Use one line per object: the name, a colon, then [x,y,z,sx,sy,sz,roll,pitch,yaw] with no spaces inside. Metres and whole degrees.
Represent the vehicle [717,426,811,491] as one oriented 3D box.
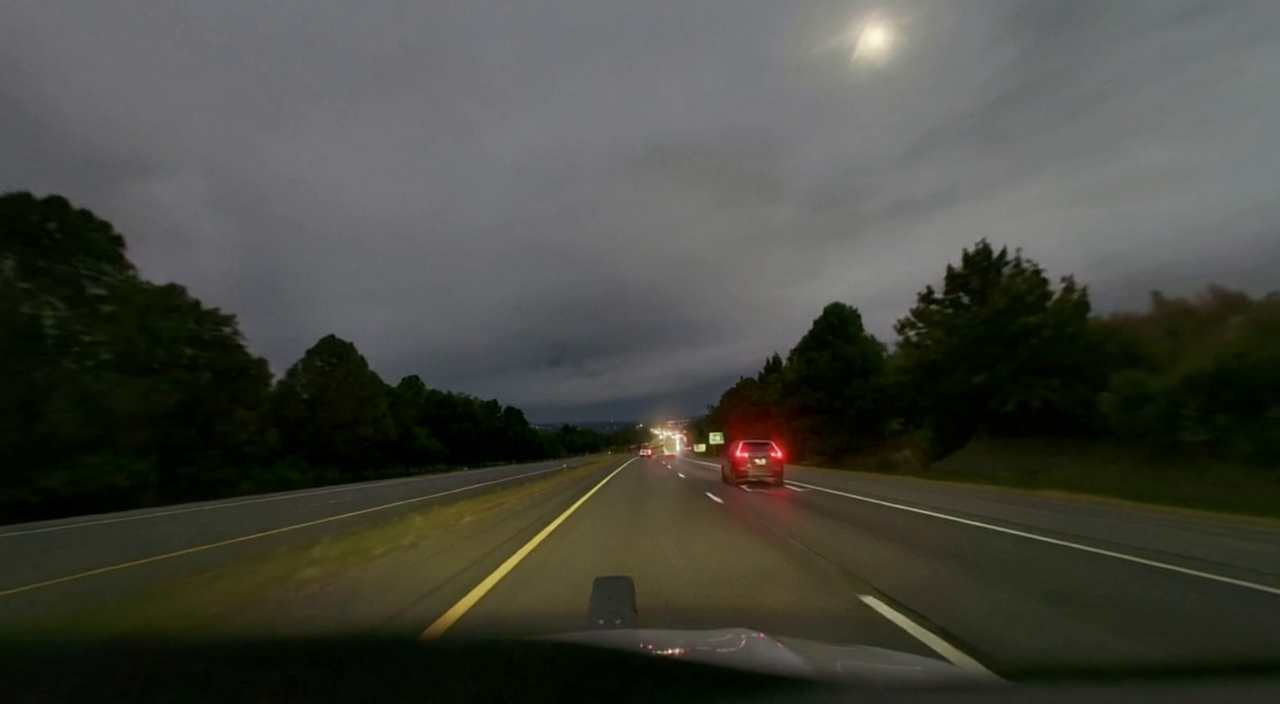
vehicle: [4.206,3.734,22.293,2.189,2.007,4.872,0,-9,-2]
